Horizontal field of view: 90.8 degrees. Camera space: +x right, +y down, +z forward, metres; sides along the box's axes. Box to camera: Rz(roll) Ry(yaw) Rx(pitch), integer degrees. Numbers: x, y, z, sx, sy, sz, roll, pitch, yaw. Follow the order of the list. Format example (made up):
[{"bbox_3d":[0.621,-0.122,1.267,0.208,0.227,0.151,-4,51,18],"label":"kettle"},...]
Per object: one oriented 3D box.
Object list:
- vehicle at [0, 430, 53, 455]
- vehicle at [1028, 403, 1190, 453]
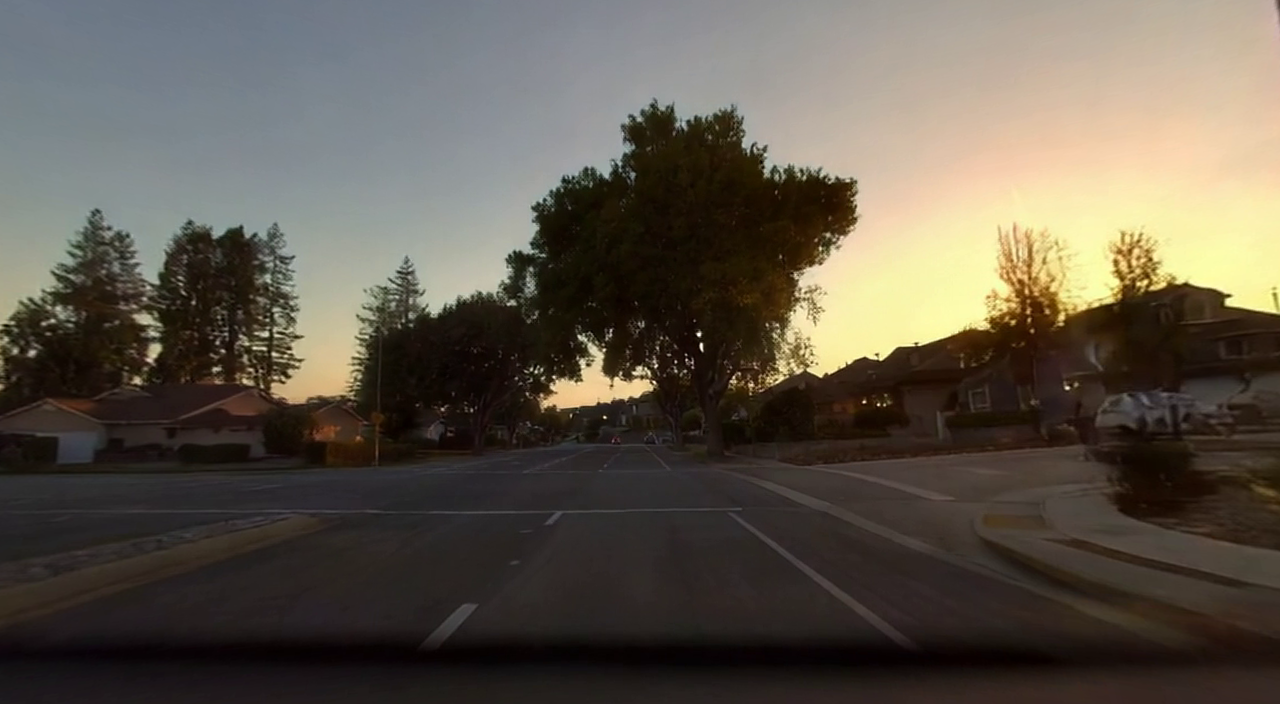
[{"bbox_3d":[-40.253,5.825,40.408,1.803,1.422,3.596,0,-10,1],"label":"vehicle"},{"bbox_3d":[18.345,3.032,24.910,4.698,1.583,2.081,2,-11,0],"label":"vehicle"}]
